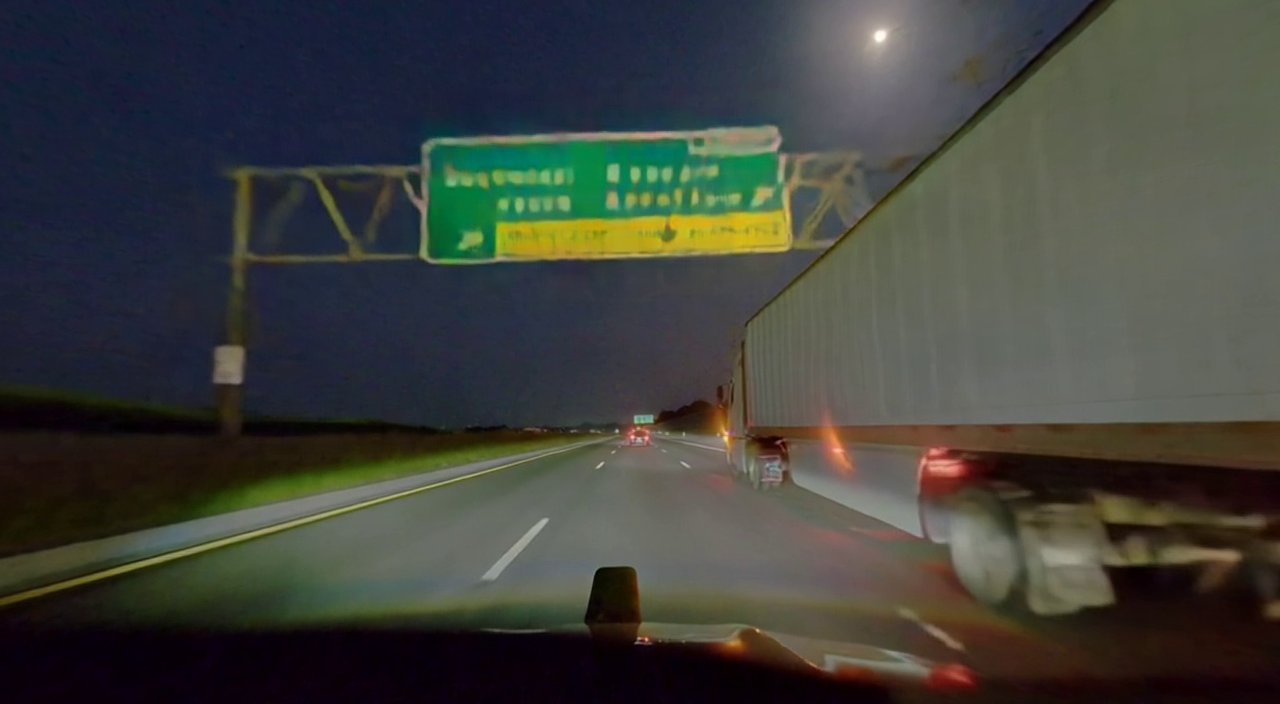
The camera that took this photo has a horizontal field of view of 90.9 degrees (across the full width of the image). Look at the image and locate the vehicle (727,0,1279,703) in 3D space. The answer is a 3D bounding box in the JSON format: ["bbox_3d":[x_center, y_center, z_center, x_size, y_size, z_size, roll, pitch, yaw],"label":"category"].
[{"bbox_3d":[3.676,0.252,7.839,2.944,3.973,13.227,0,-8,-1],"label":"vehicle"}]
